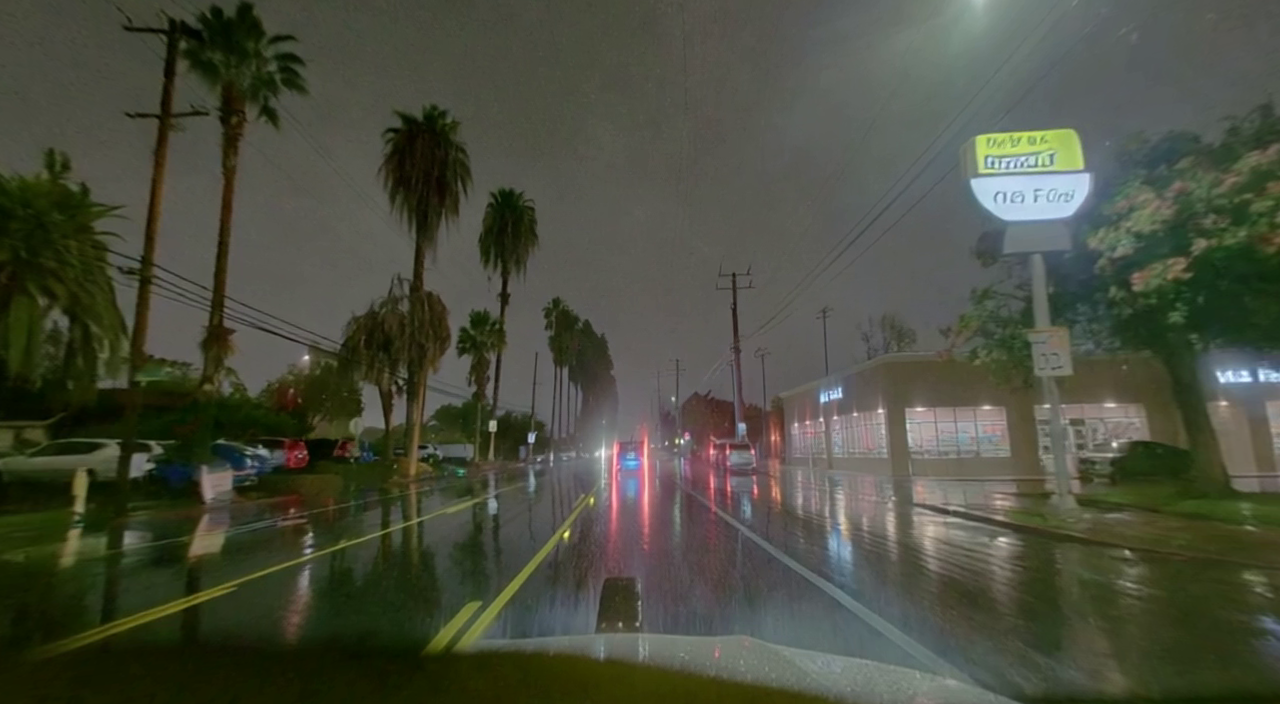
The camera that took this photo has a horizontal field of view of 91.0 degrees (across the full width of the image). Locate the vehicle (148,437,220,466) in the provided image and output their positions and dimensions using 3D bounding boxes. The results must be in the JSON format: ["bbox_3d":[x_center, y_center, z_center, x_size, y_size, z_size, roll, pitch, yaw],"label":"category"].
[{"bbox_3d":[-25.019,5.483,34.680,1.760,1.501,3.655,2,-9,-12],"label":"vehicle"}]

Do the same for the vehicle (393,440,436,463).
[{"bbox_3d":[-17.788,7.853,49.866,2.084,1.678,4.707,1,-9,-7],"label":"vehicle"}]

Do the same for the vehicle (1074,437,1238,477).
[{"bbox_3d":[20.164,4.111,24.750,4.707,1.461,1.994,0,-9,-2],"label":"vehicle"}]

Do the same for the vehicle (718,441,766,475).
[{"bbox_3d":[5.828,6.092,36.455,1.945,1.791,4.460,0,-9,-1],"label":"vehicle"}]

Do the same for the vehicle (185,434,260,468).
[{"bbox_3d":[-22.159,5.261,33.603,1.860,1.656,4.483,2,-9,-14],"label":"vehicle"}]

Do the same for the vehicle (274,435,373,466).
[{"bbox_3d":[-19.198,5.971,38.339,4.976,1.741,1.986,7,-11,-40],"label":"vehicle"}]

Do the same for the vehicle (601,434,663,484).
[{"bbox_3d":[-0.324,4.283,25.515,2.264,1.798,4.563,0,-8,-1],"label":"vehicle"}]
